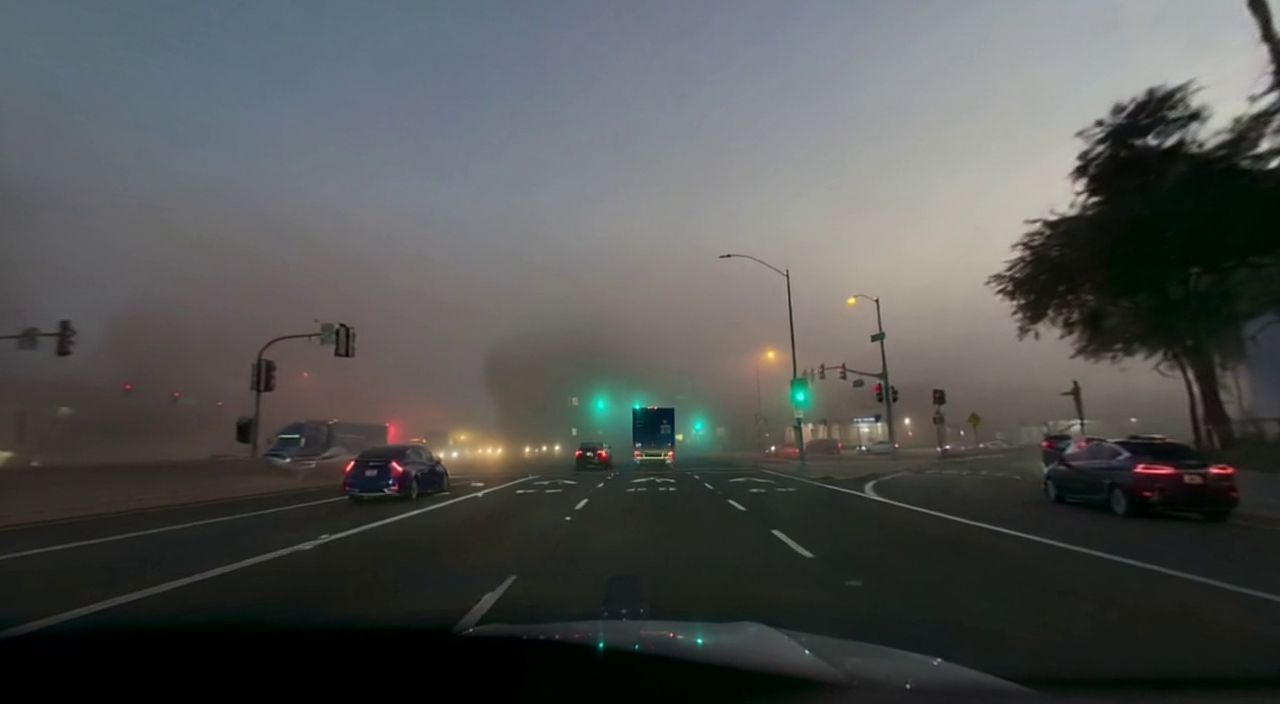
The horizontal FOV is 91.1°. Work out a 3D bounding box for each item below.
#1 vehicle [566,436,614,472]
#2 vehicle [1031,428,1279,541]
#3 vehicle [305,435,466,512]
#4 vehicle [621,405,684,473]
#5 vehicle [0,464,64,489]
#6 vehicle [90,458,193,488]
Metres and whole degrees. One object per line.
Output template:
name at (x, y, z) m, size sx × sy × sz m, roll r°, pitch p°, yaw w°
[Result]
vehicle at (-2.718, 5.680, 35.079) m, size 2.178 × 1.826 × 4.933 m, roll 0°, pitch -8°, yaw 1°
vehicle at (8.879, 2.112, 10.713) m, size 1.961 × 1.502 × 4.541 m, roll -1°, pitch -9°, yaw 8°
vehicle at (-6.072, 2.936, 15.746) m, size 2.045 × 1.630 × 4.680 m, roll 0°, pitch -8°, yaw 0°
vehicle at (0.681, 4.663, 33.519) m, size 2.993 × 3.235 × 6.692 m, roll 0°, pitch -8°, yaw 1°
vehicle at (-44.867, 8.946, 45.240) m, size 4.653 × 1.744 × 2.183 m, roll -1°, pitch -9°, yaw 5°
vehicle at (-27.833, 6.741, 35.275) m, size 1.969 × 1.487 × 4.512 m, roll 0°, pitch -8°, yaw 1°
